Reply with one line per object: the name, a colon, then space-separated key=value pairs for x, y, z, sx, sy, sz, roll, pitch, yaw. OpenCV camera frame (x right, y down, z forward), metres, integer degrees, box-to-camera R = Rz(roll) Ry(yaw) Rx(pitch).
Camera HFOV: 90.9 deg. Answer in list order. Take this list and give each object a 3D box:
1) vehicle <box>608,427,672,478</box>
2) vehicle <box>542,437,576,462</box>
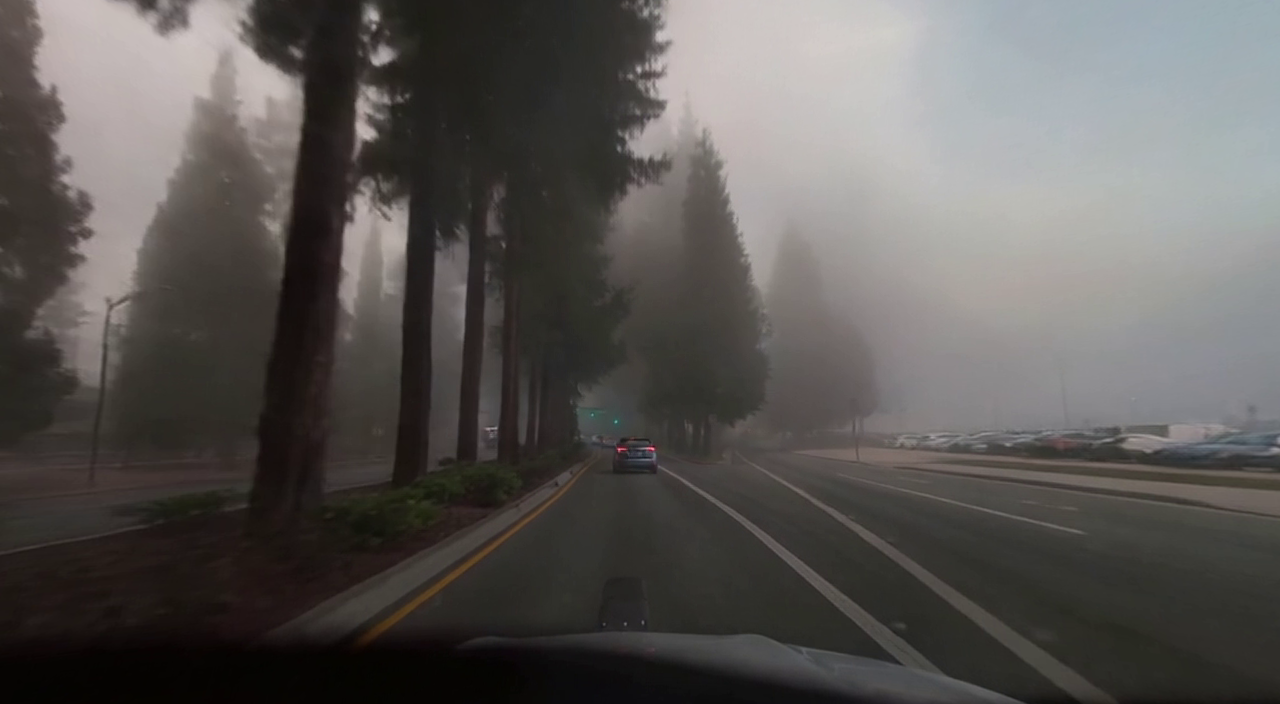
vehicle: x=-0.067 y=3.673 z=23.128 sx=2.135 sy=1.691 sz=3.884 roll=0 pitch=-8 yaw=-2
vehicle: x=-5.348 y=6.480 z=41.981 sx=1.950 sy=1.563 sz=3.727 roll=0 pitch=-8 yaw=-2
